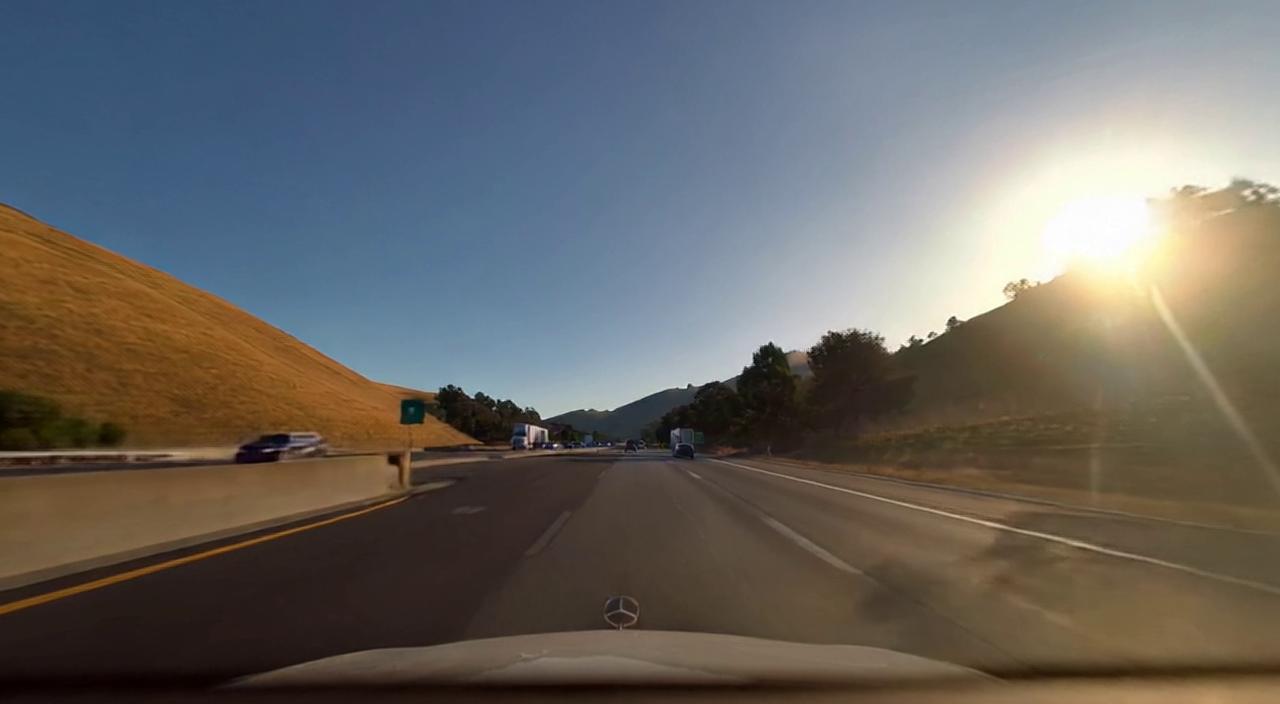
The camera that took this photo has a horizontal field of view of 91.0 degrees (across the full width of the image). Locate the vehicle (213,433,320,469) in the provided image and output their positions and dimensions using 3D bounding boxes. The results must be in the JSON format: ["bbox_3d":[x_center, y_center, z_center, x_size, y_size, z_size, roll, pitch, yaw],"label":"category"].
[{"bbox_3d":[-16.737,4.476,28.524,1.924,1.479,4.684,0,-8,0],"label":"vehicle"}]
